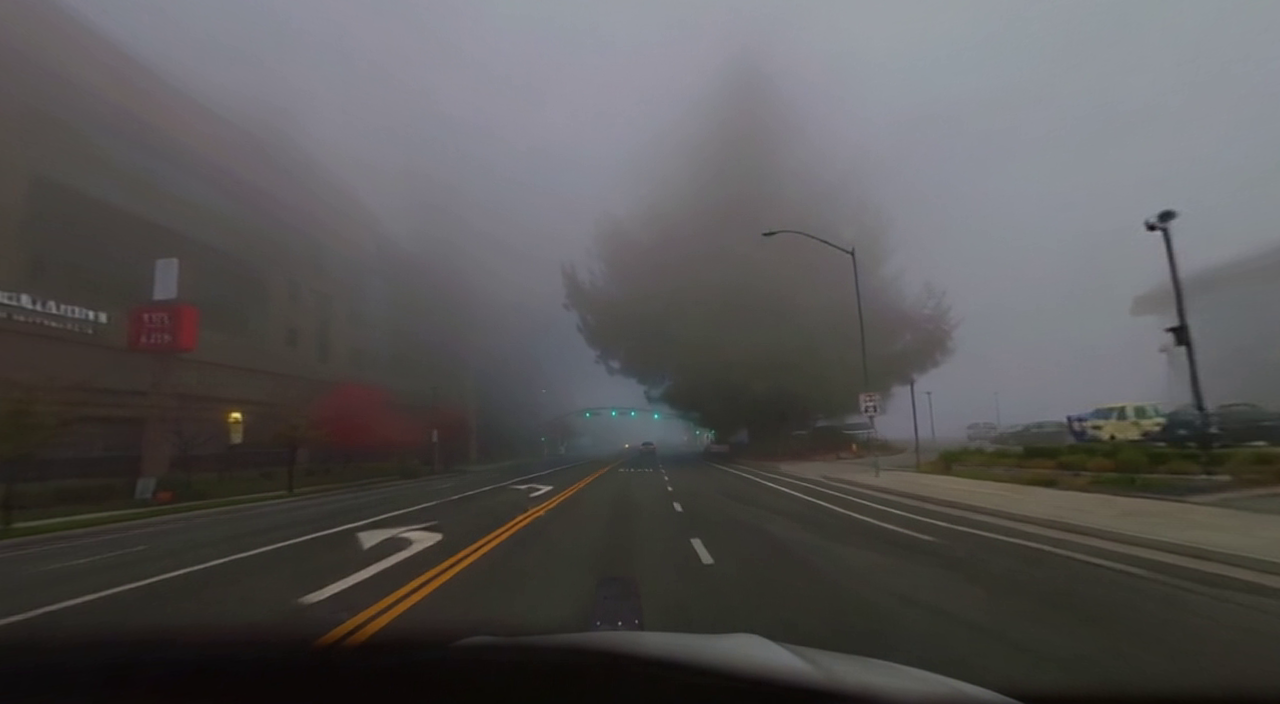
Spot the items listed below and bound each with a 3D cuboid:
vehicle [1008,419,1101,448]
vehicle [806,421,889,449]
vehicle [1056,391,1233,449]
[{"bbox_3d":[23.938,4.779,36.592,1.943,1.531,4.579,1,-9,-7],"label":"vehicle"},{"bbox_3d":[16.025,6.483,48.803,5.546,2.117,2.443,0,-9,0],"label":"vehicle"},{"bbox_3d":[17.254,2.457,21.938,2.059,1.788,4.708,0,-8,-3],"label":"vehicle"}]
